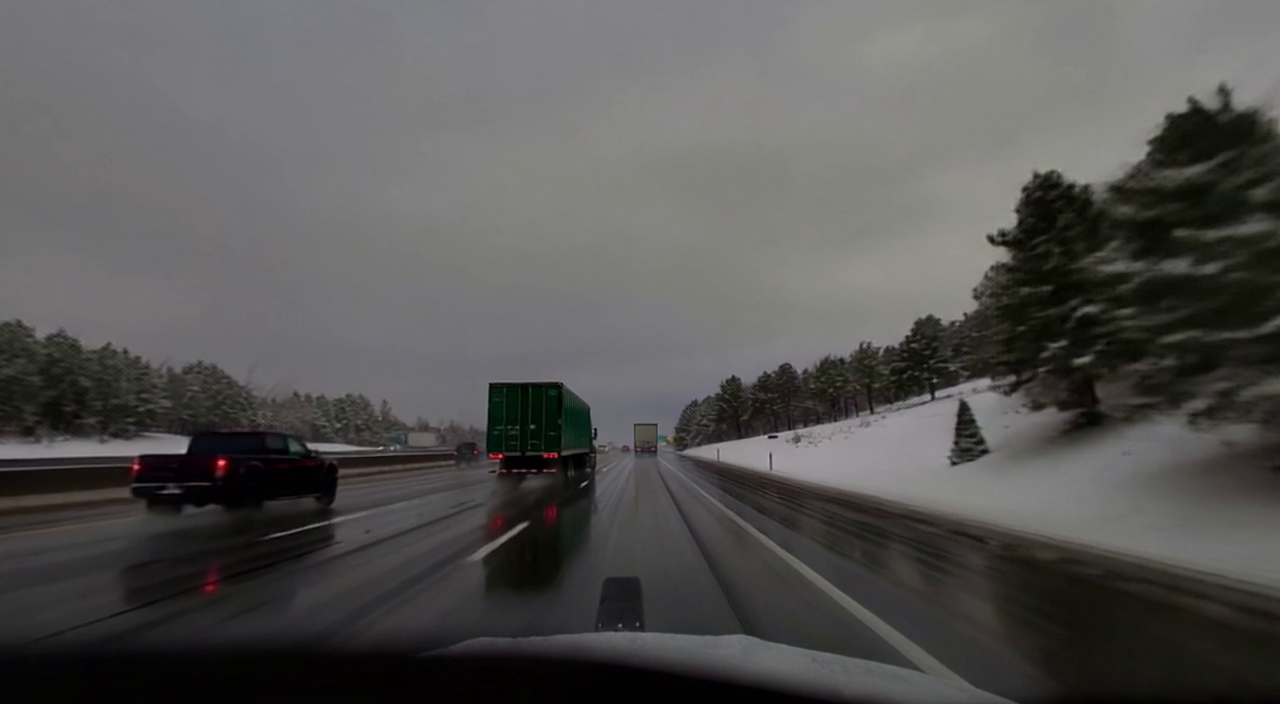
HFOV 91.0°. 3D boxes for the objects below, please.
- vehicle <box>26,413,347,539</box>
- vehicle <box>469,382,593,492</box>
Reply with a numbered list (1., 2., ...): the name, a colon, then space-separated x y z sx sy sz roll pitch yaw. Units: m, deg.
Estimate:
1. vehicle: -7.466 2.096 11.224 2.125 1.725 4.715 0 -9 1
2. vehicle: -3.689 3.368 24.502 2.789 3.271 10.894 0 -9 1
